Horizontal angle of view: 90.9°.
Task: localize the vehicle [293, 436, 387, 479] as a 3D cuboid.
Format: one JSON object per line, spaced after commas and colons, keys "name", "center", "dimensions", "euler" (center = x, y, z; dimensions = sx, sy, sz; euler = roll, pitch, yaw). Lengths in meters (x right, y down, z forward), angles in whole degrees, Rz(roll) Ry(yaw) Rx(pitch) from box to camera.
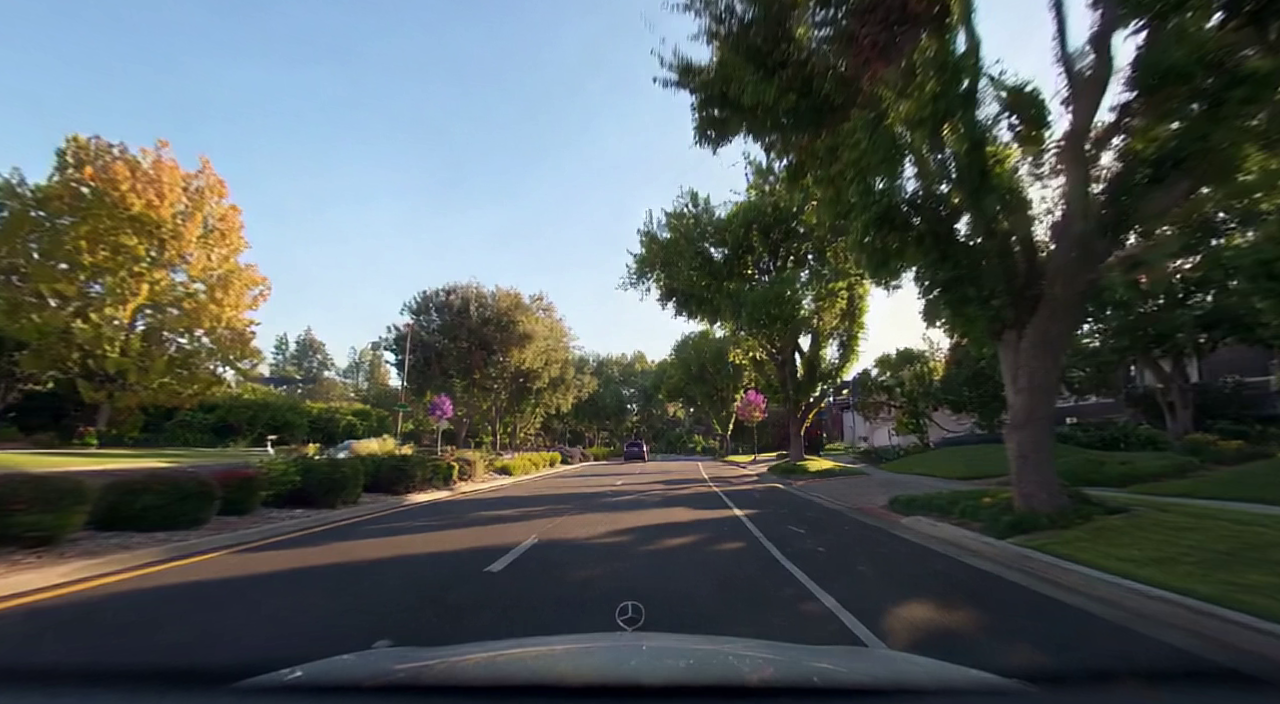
{"name": "vehicle", "center": [-11.337, 3.991, 24.114], "dimensions": [1.740, 1.509, 3.561], "euler": [0, -8, 2]}
